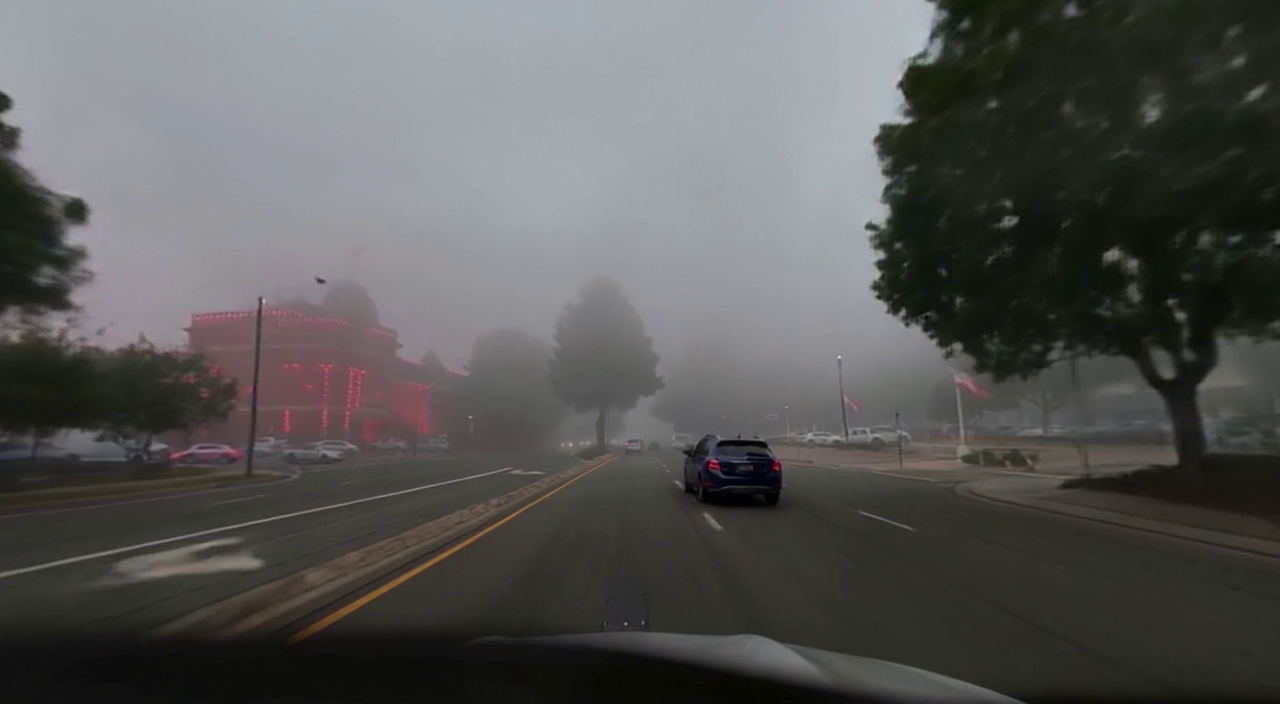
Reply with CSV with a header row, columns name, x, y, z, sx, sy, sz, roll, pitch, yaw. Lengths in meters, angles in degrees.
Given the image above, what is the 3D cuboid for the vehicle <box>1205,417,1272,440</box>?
name,x,y,z,sx,sy,sz,roll,pitch,yaw
vehicle,41.909,5.397,44.212,1.798,1.447,3.784,-3,-9,17

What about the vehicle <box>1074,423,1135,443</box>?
name,x,y,z,sx,sy,sz,roll,pitch,yaw
vehicle,34.219,6.028,46.558,1.882,1.392,4.562,-2,-8,12

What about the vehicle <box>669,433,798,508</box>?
name,x,y,z,sx,sy,sz,roll,pitch,yaw
vehicle,1.971,2.702,14.896,2.091,1.472,4.697,0,-8,-3

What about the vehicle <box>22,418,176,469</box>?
name,x,y,z,sx,sy,sz,roll,pitch,yaw
vehicle,-35.201,5.994,41.249,7.010,3.172,3.077,0,-8,-1

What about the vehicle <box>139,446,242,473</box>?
name,x,y,z,sx,sy,sz,roll,pitch,yaw
vehicle,-23.461,5.589,32.976,4.077,1.342,1.813,-1,-8,4

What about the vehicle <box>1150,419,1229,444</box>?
name,x,y,z,sx,sy,sz,roll,pitch,yaw
vehicle,34.967,5.129,40.254,1.842,1.473,4.620,-2,-8,15
